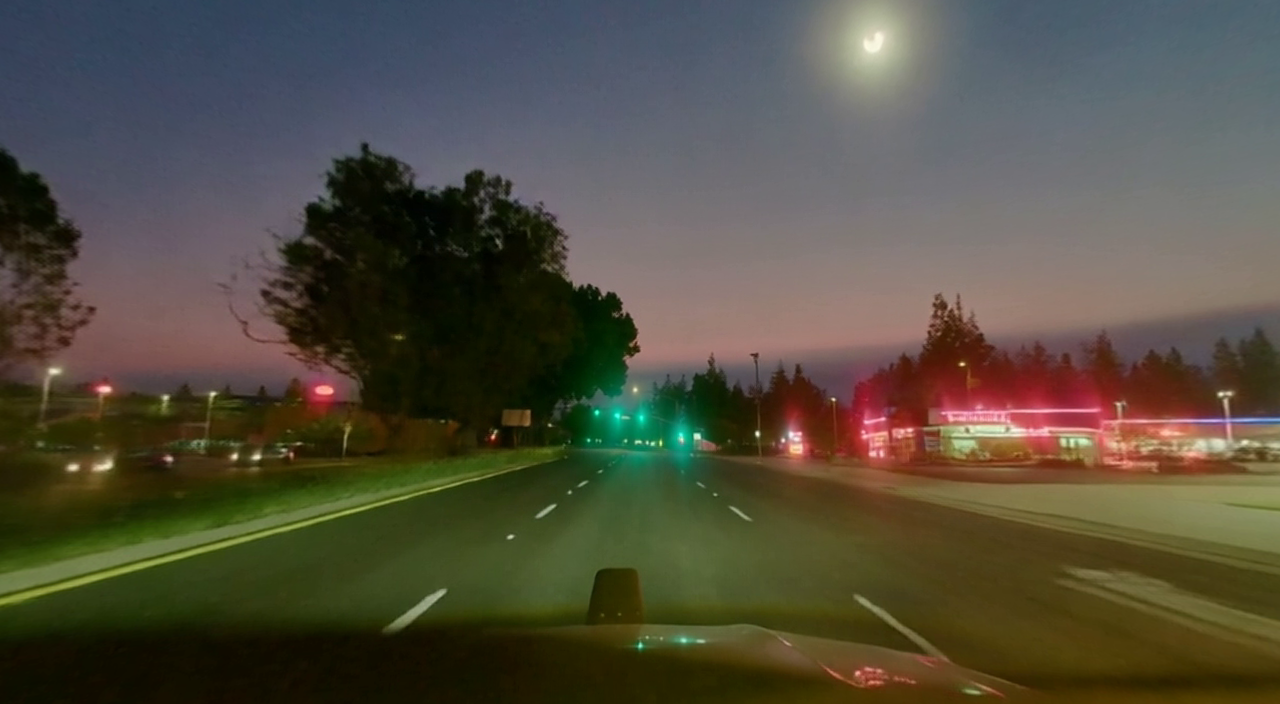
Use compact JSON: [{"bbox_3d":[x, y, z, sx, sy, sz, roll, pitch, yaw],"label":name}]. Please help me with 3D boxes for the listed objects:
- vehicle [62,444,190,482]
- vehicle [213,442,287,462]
[{"bbox_3d":[-22.590,4.861,28.018,1.771,1.524,4.592,0,-8,0],"label":"vehicle"},{"bbox_3d":[-30.122,7.739,48.874,4.341,1.465,2.304,-2,-8,9],"label":"vehicle"}]
